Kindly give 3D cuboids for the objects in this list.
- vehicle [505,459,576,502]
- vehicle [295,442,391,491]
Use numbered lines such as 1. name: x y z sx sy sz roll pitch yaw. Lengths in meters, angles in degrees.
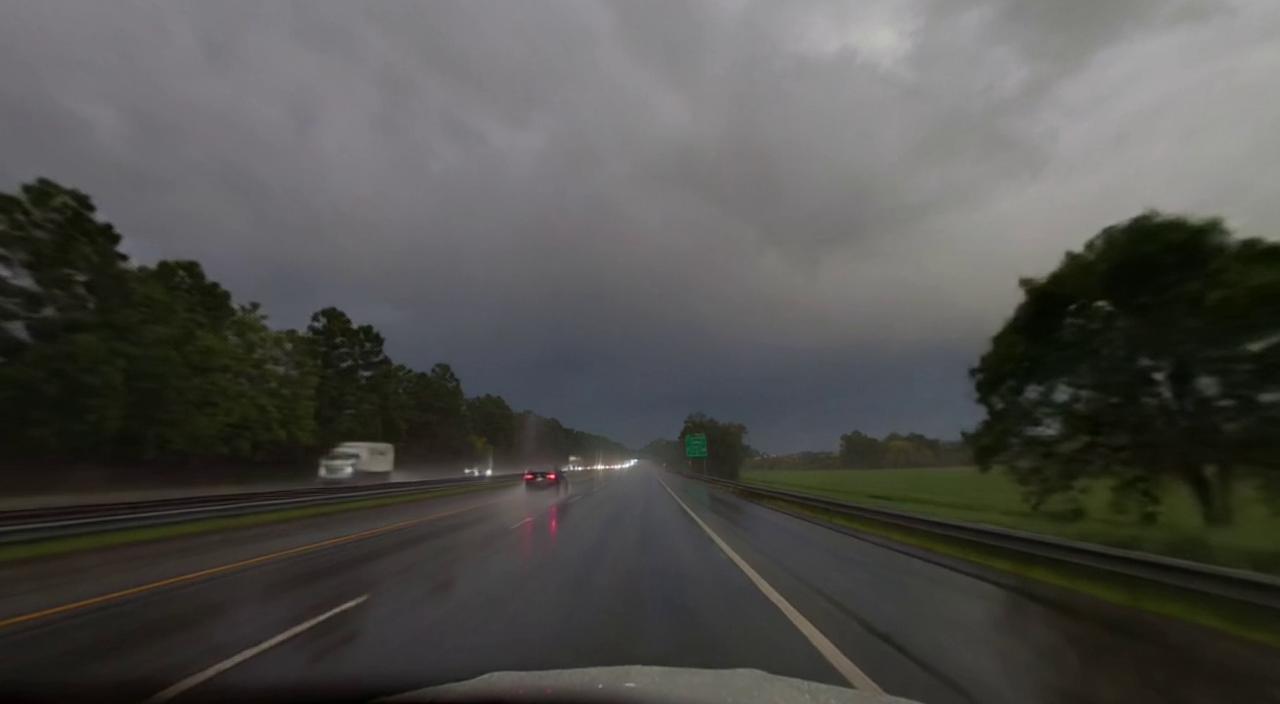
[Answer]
1. vehicle: -3.788 5.019 24.883 2.043 1.486 4.442 0 -10 0
2. vehicle: -17.734 6.944 38.233 2.261 2.667 7.060 0 -10 1
